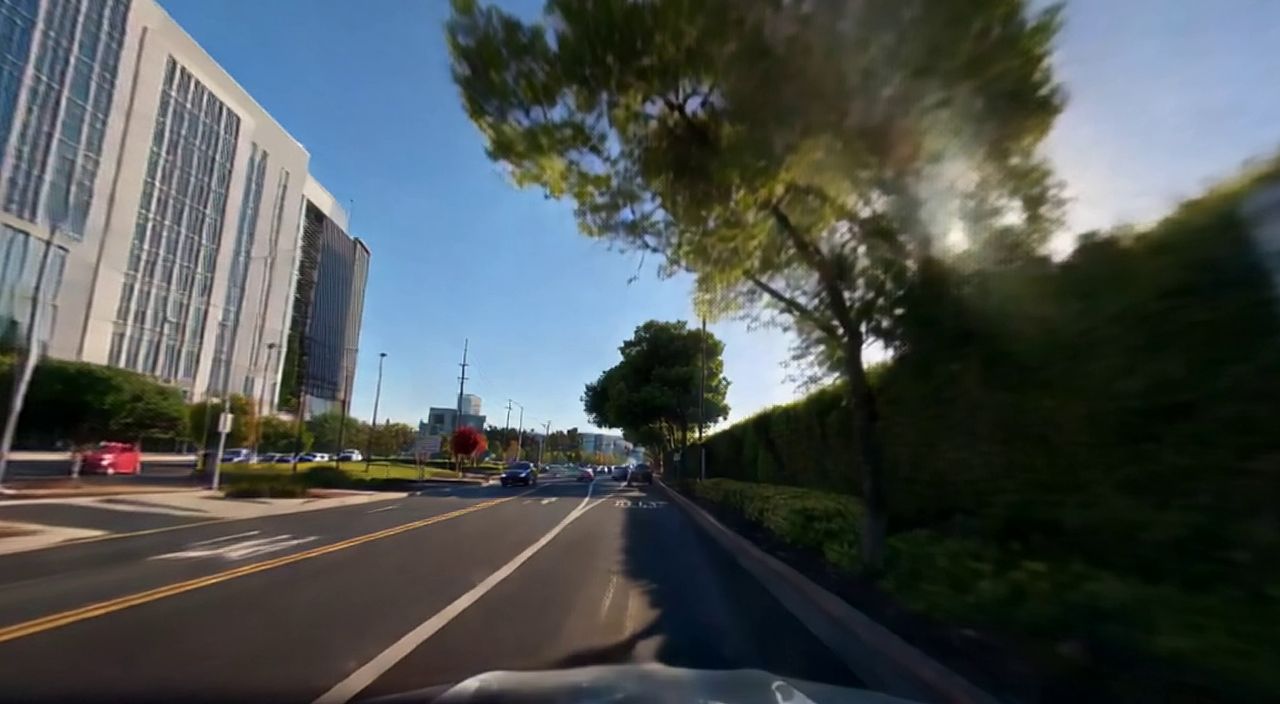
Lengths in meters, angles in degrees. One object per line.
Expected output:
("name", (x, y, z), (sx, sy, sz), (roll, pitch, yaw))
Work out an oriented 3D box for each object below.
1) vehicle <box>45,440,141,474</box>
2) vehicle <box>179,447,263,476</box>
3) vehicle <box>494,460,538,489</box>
("vehicle", (-28.631, 5.523, 32.898), (3.973, 1.647, 1.896), (-3, -11, 19))
("vehicle", (-26.350, 6.873, 39.521), (4.630, 1.710, 2.035), (-4, -11, 23))
("vehicle", (-7.191, 7.155, 36.779), (1.922, 1.540, 3.771), (1, -11, -2))
